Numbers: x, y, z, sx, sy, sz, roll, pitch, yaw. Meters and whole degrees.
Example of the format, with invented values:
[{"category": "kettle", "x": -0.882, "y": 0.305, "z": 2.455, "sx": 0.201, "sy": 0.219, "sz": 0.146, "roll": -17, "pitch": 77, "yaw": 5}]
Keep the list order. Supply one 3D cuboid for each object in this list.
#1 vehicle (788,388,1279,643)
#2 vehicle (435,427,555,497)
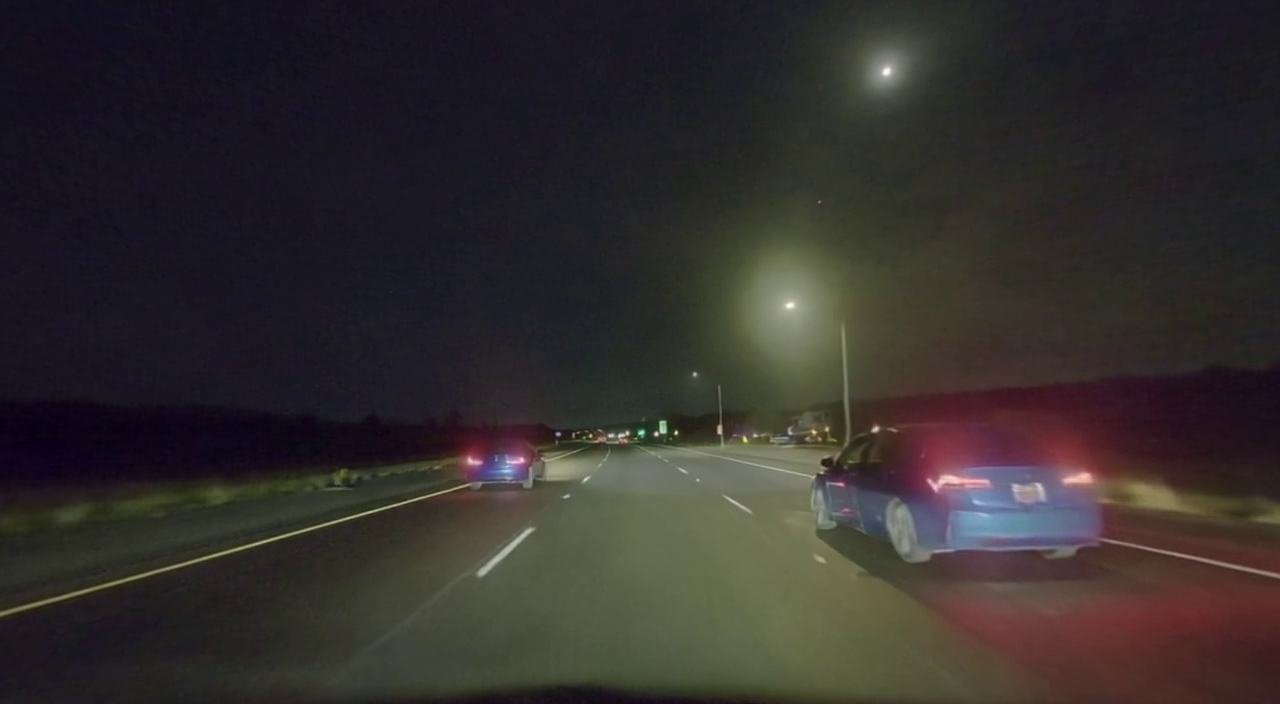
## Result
[{"category": "vehicle", "x": 3.227, "y": 1.368, "z": 6.312, "sx": 2.349, "sy": 1.651, "sz": 4.161, "roll": 0, "pitch": -8, "yaw": -2}, {"category": "vehicle", "x": -3.687, "y": 2.892, "z": 16.926, "sx": 2.206, "sy": 1.604, "sz": 4.374, "roll": -1, "pitch": -8, "yaw": 0}]
